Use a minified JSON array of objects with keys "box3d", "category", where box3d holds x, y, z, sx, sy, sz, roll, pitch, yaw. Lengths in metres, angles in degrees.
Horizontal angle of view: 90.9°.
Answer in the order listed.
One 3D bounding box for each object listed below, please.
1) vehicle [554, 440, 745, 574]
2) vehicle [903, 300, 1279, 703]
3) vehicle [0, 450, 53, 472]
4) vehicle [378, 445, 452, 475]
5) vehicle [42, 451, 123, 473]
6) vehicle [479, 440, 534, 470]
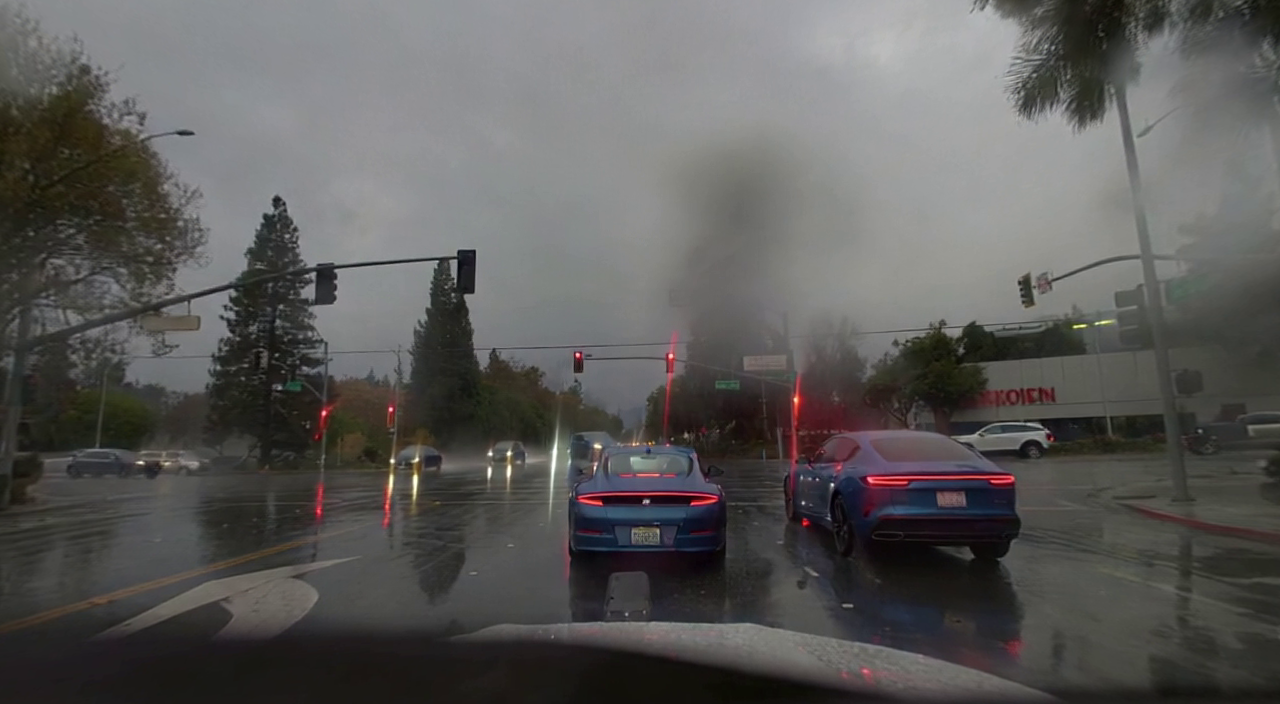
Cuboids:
[{"box3d":[0.113,1.868,8.392,1.945,1.343,3.827,0,-8,1],"category":"vehicle"},{"box3d":[3.104,0.800,2.526,2.143,1.759,4.531,0,-8,0],"category":"vehicle"},{"box3d":[-46.258,7.950,46.139,4.545,1.558,1.833,0,-8,-3],"category":"vehicle"},{"box3d":[-11.716,5.627,33.191,2.053,1.436,4.494,-1,-8,2],"category":"vehicle"},{"box3d":[-41.312,8.141,46.781,4.195,1.533,1.752,0,-8,-3],"category":"vehicle"},{"box3d":[-7.990,6.220,38.271,2.091,1.651,4.870,-1,-8,2],"category":"vehicle"}]
